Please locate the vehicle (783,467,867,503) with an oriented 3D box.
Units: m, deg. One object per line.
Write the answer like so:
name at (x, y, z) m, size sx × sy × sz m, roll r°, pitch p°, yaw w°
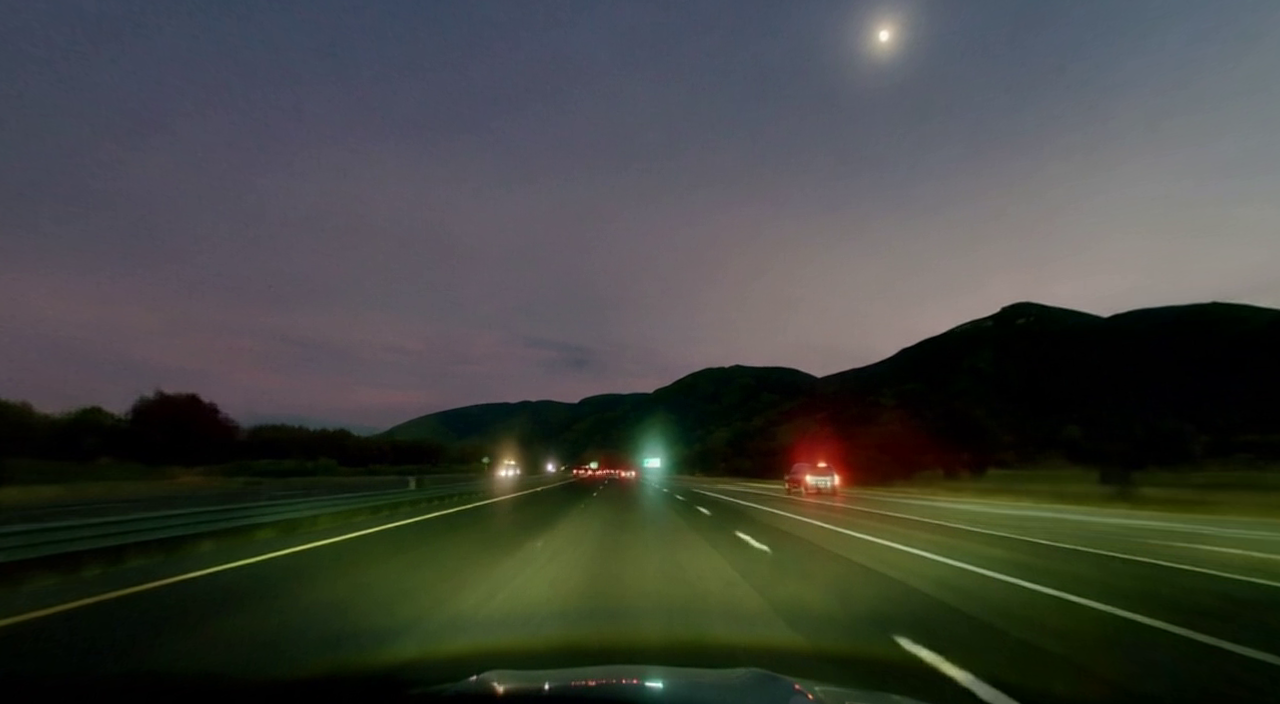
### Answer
vehicle at (9.637, 6.964, 33.258) m, size 2.089 × 1.770 × 4.571 m, roll 4°, pitch -11°, yaw -15°
